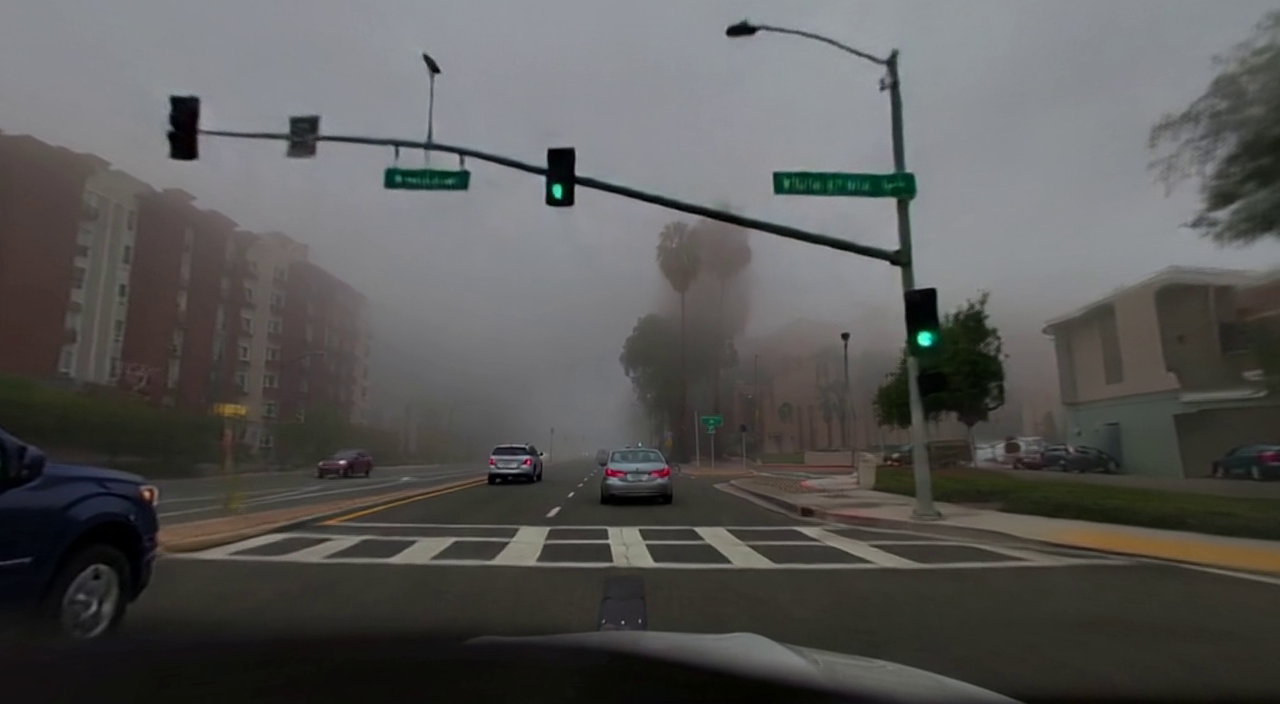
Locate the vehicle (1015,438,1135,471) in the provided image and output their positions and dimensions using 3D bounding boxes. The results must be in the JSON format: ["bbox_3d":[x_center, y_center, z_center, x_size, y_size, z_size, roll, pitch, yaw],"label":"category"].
[{"bbox_3d":[26.409,6.210,38.280,5.602,1.903,2.128,-1,-9,1],"label":"vehicle"}]

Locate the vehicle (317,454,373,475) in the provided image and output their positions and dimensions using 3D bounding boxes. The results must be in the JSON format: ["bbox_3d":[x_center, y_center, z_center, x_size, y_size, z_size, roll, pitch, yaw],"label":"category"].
[{"bbox_3d":[-22.939,8.745,49.038,1.982,1.482,4.643,-1,-9,1],"label":"vehicle"}]

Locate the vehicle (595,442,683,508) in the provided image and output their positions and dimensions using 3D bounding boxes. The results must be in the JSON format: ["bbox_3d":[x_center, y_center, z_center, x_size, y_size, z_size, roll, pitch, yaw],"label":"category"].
[{"bbox_3d":[-0.100,3.274,17.228,2.122,1.562,4.152,0,-9,-2],"label":"vehicle"}]

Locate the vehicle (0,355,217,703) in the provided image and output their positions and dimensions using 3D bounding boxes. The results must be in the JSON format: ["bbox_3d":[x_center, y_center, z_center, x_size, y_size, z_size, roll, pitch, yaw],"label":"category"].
[{"bbox_3d":[-4.540,0.783,2.060,2.187,1.904,6.103,0,-9,-2],"label":"vehicle"}]

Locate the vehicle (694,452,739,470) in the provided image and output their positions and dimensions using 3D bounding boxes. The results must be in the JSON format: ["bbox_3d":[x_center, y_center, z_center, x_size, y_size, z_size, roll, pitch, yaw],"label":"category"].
[{"bbox_3d":[5.597,7.913,45.665,2.949,1.209,3.070,-2,-9,13],"label":"vehicle"}]

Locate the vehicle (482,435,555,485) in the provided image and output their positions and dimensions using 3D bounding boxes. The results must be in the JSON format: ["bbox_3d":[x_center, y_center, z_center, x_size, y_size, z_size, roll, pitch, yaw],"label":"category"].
[{"bbox_3d":[-5.489,4.983,29.297,2.447,2.062,5.911,0,-9,-2],"label":"vehicle"}]
